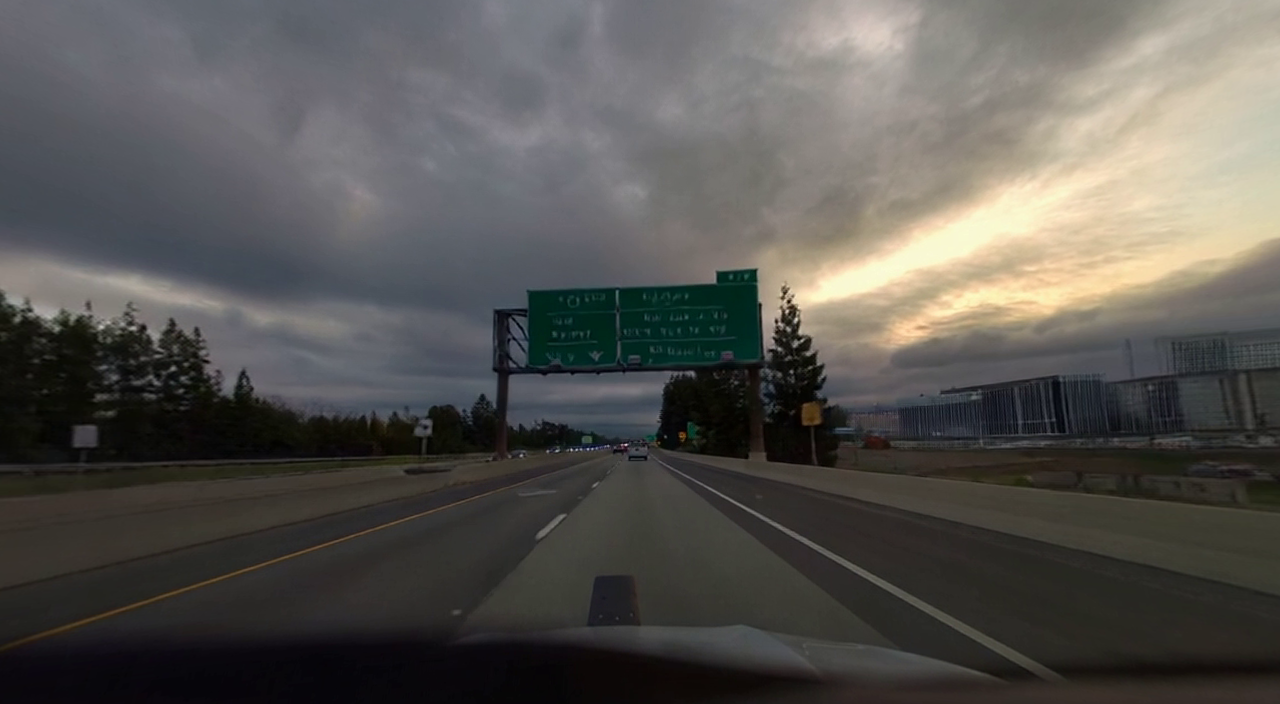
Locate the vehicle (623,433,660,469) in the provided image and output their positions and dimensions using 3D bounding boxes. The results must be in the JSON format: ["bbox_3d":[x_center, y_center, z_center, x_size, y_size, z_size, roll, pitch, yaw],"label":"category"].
[{"bbox_3d":[0.138,6.458,40.943,2.268,2.122,4.595,-1,-9,1],"label":"vehicle"}]
